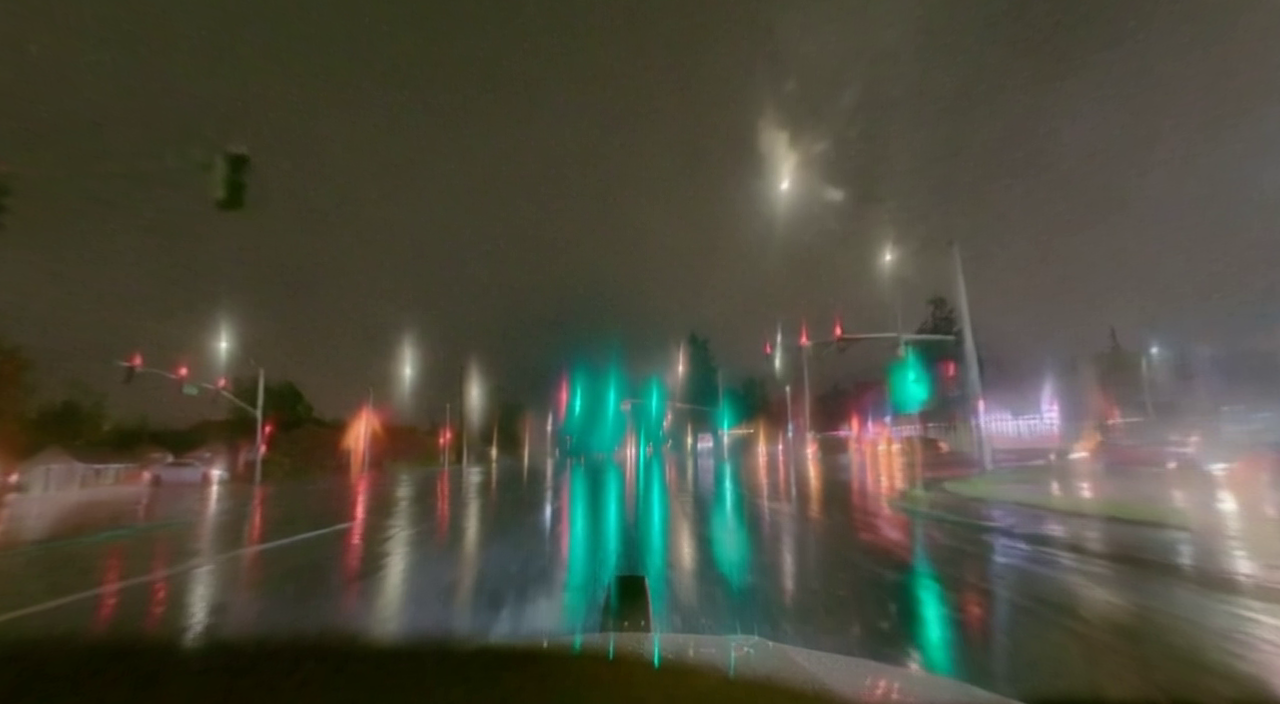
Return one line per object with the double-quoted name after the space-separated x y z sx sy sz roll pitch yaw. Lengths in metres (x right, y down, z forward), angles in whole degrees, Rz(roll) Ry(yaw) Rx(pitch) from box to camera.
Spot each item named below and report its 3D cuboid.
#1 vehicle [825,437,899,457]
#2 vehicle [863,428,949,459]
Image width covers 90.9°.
16.077 6.899 45.759 4.582 1.436 2.073 1 -9 -7 "vehicle"
17.994 6.237 42.763 4.721 1.637 2.256 -4 -8 -9 "vehicle"
